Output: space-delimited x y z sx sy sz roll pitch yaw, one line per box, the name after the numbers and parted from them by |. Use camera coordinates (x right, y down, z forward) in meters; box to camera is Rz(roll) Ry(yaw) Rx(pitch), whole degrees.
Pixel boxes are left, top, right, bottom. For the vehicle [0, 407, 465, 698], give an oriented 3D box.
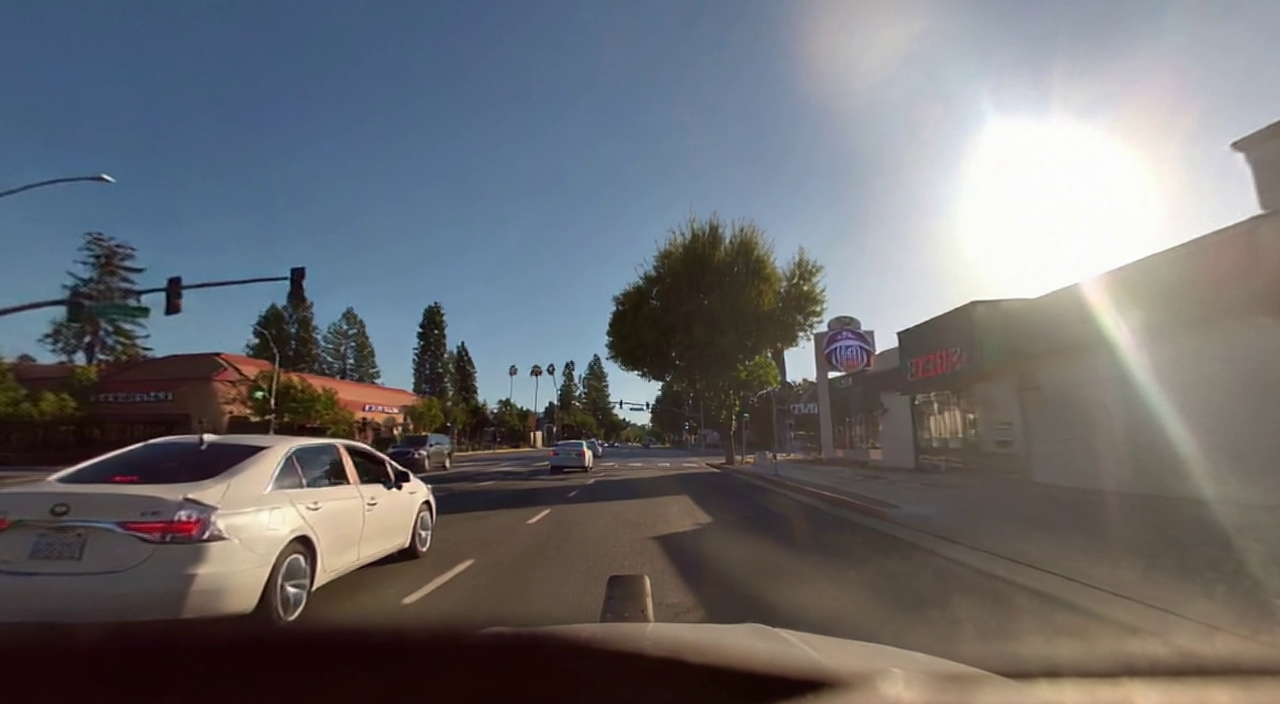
-3.202 1.356 5.508 2.018 1.477 4.401 0 -8 1 | vehicle

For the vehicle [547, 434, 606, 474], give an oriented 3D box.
-2.828 4.675 29.088 2.109 1.692 4.220 0 -8 3 | vehicle
